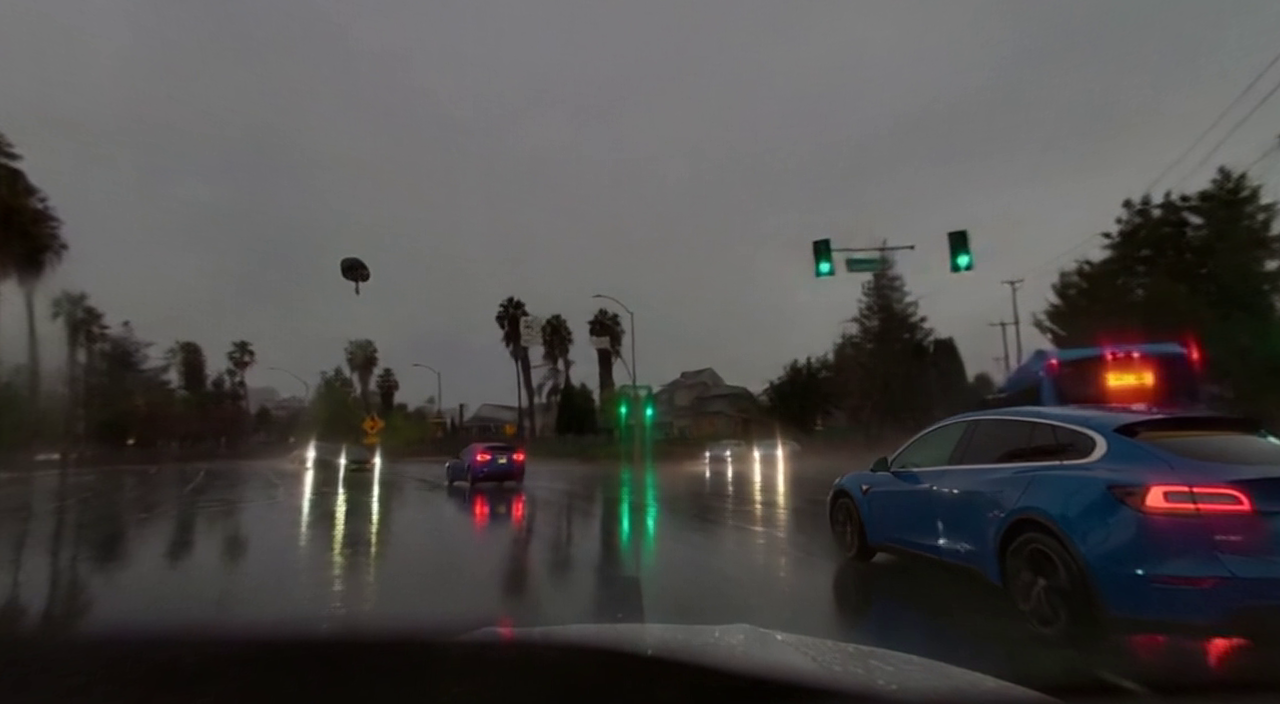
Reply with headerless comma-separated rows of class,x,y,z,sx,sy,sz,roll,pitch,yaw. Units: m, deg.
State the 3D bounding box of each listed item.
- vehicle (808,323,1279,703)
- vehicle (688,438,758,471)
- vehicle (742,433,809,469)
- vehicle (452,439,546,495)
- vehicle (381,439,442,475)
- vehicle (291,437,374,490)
vehicle,3.350,1.144,5.300,2.205,1.803,5.135,0,-8,-3
vehicle,4.931,5.940,36.962,2.290,1.688,5.224,-6,-9,28
vehicle,7.385,5.304,33.953,2.122,1.730,5.138,-5,-10,27
vehicle,-5.033,3.939,22.070,2.341,1.709,4.466,3,-9,-24
vehicle,-13.140,5.957,36.147,2.272,1.891,4.562,5,-10,-32
vehicle,-12.611,4.457,25.690,2.283,1.878,5.384,5,-10,-33
